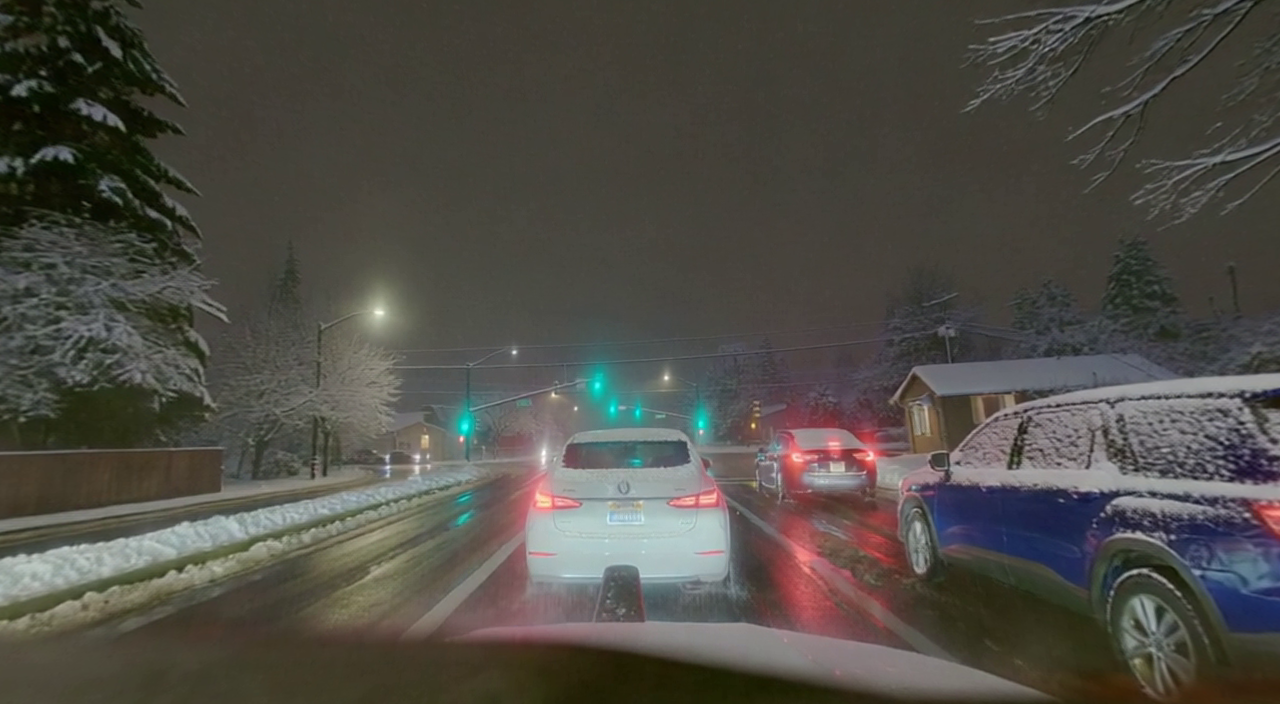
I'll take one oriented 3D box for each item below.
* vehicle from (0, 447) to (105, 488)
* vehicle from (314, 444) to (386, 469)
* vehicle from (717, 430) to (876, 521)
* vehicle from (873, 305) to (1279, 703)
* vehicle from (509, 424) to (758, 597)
[{"bbox_3d":[-22.529,4.236,23.307,4.092,1.438,1.639,-1,-8,1],"label":"vehicle"},{"bbox_3d":[-19.909,7.173,43.499,3.957,1.630,1.881,0,-8,-1],"label":"vehicle"},{"bbox_3d":[2.951,2.435,13.064,1.971,1.517,4.521,0,-8,-2],"label":"vehicle"},{"bbox_3d":[3.369,0.966,4.067,2.006,1.766,4.345,0,-8,-1],"label":"vehicle"},{"bbox_3d":[-0.094,1.711,7.715,2.186,1.500,4.141,0,-8,-1],"label":"vehicle"}]
